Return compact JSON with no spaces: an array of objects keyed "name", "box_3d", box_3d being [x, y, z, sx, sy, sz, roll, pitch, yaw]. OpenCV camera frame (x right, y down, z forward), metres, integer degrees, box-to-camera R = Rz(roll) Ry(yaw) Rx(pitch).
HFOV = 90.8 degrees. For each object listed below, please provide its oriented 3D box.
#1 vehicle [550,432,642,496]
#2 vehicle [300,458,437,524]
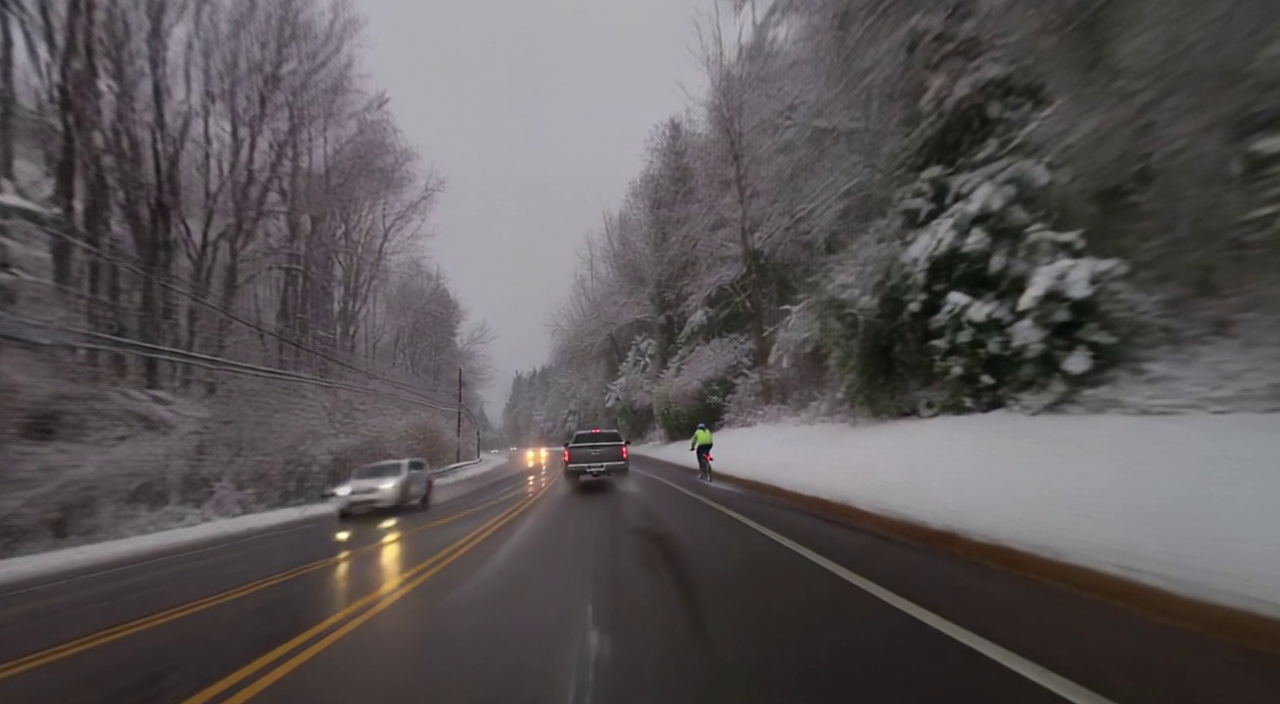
[{"name":"vehicle","box_3d":[-1.374,3.614,20.820,2.631,1.798,5.331,0,-9,-2]},{"name":"vehicle","box_3d":[-7.249,3.714,17.367,2.045,1.474,3.956,-1,-9,-1]}]
